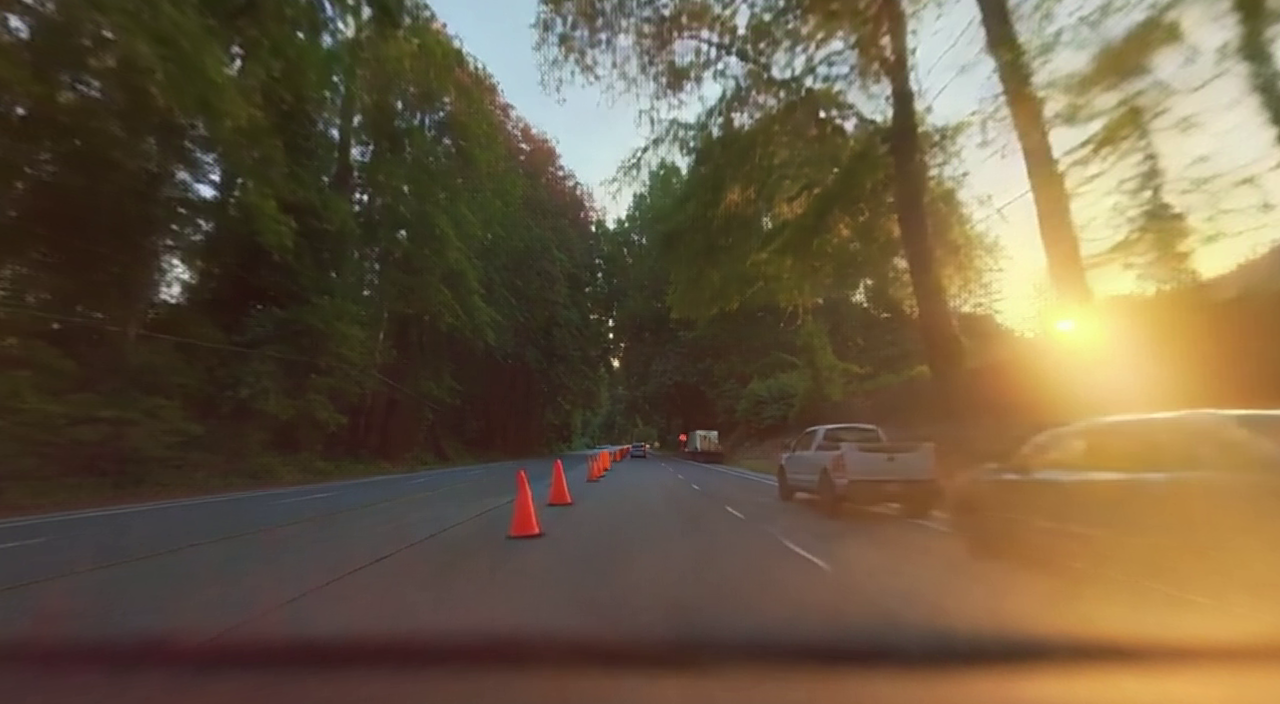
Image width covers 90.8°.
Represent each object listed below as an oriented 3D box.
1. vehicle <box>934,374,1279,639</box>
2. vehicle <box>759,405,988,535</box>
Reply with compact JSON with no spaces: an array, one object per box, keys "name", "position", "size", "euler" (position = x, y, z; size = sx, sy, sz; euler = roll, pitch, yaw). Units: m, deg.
[{"name":"vehicle","position":[5.779,1.379,6.302],"size":[2.294,1.949,6.246],"euler":[0,-8,-4]},{"name":"vehicle","position":[4.668,2.580,14.200],"size":[2.694,2.177,6.177],"euler":[2,-9,-1]}]
